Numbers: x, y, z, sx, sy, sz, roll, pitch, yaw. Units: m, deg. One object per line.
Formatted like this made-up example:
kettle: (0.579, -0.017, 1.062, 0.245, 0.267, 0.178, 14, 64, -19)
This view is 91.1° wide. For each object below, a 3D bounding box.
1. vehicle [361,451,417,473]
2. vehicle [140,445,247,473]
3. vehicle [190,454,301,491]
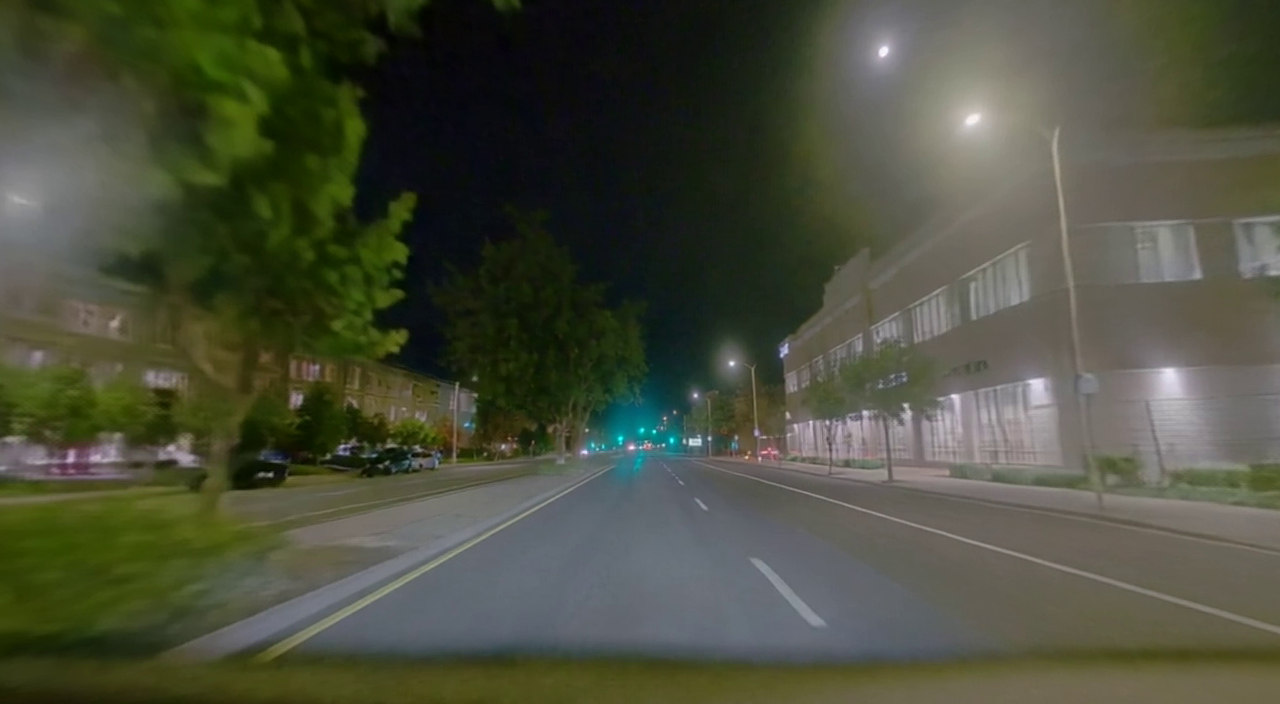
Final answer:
vehicle: (-18.692, 8.188, 47.039, 2.034, 1.562, 4.828, -1, -9, 3)
vehicle: (-26.519, 6.361, 37.460, 4.727, 1.611, 1.960, 1, -9, -7)
vehicle: (-18.906, 5.776, 30.413, 2.121, 1.567, 5.042, 0, -9, 0)
